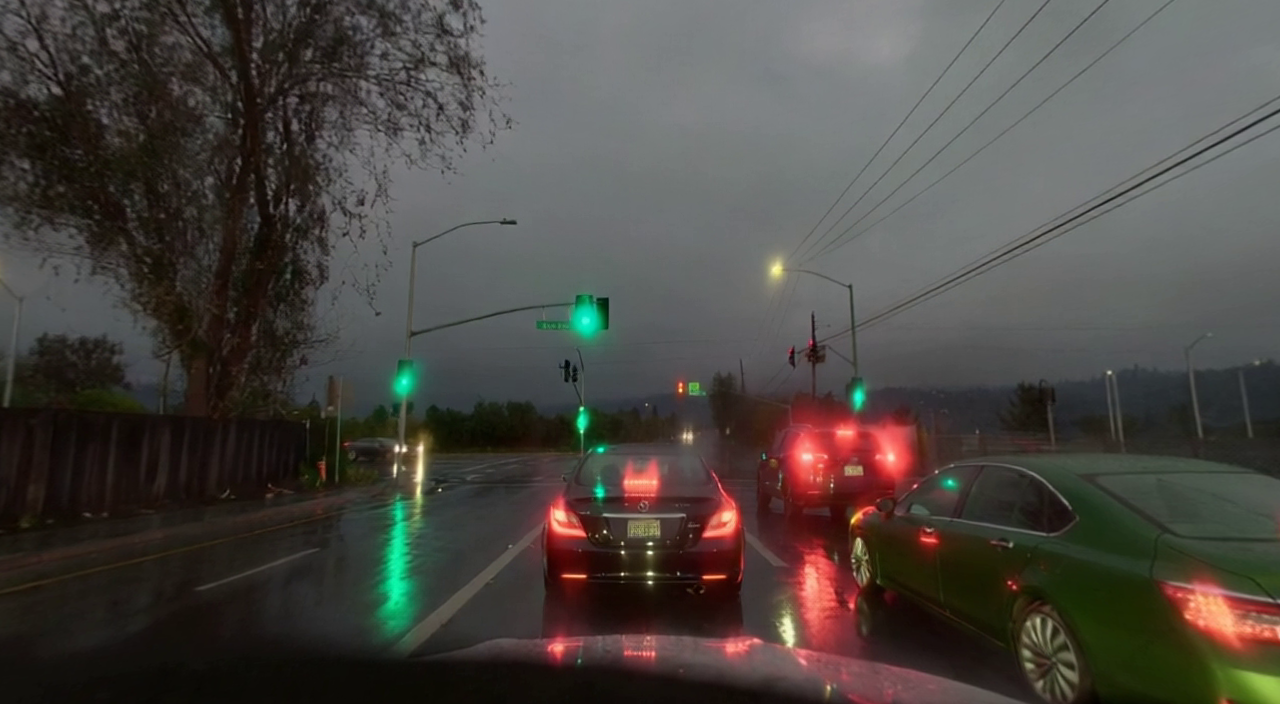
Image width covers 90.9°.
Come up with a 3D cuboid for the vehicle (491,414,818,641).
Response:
[{"bbox_3d":[0.065,1.489,6.449,2.170,1.497,4.369,0,-8,-1],"label":"vehicle"}]

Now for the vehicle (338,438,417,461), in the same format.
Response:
[{"bbox_3d":[-17.236,6.407,41.468,4.406,1.458,1.892,-1,-8,7],"label":"vehicle"}]

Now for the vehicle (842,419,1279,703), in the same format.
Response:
[{"bbox_3d":[3.084,1.249,4.143,2.027,1.432,4.431,0,-8,0],"label":"vehicle"}]
